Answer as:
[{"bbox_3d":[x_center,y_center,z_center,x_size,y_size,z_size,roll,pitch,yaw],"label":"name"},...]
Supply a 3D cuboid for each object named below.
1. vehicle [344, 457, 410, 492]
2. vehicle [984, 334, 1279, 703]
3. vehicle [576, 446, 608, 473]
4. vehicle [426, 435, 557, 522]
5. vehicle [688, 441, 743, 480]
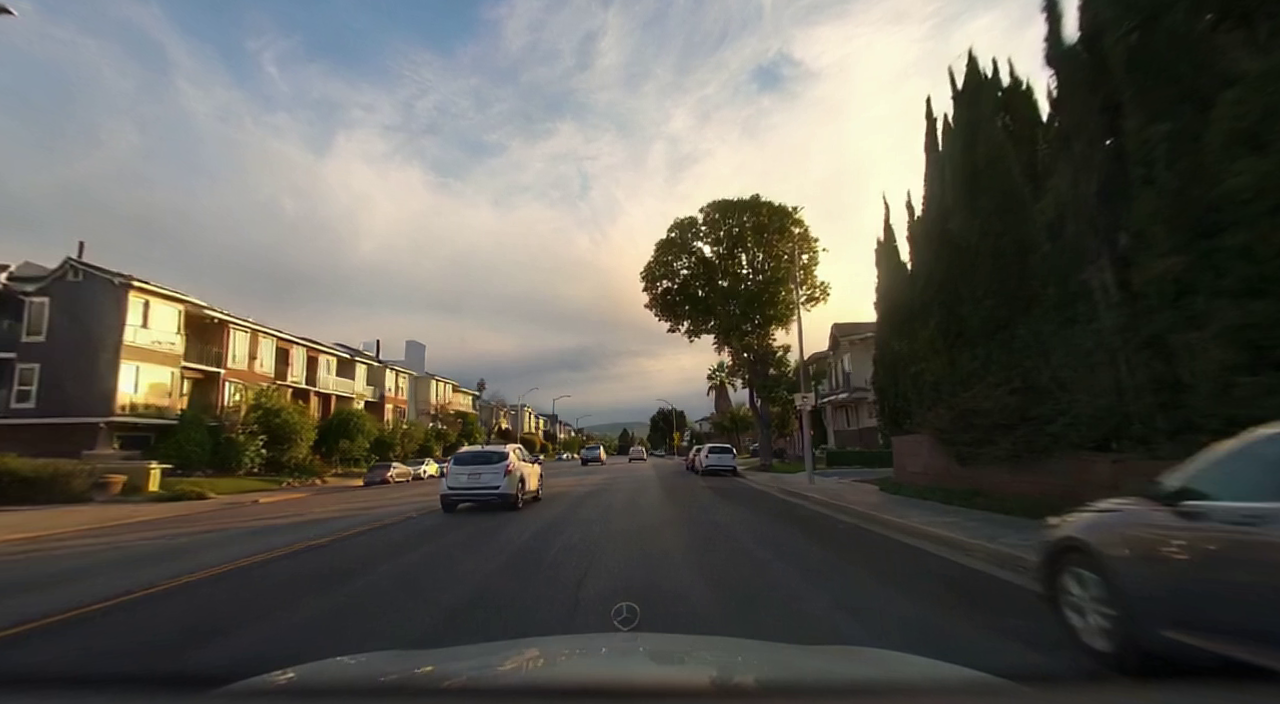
[{"bbox_3d":[-13.717,6.387,33.066,1.787,1.461,4.367,-4,-8,-2],"label":"vehicle"},{"bbox_3d":[3.716,0.854,2.742,1.969,1.828,4.273,0,-9,0],"label":"vehicle"},{"bbox_3d":[-3.464,7.912,46.613,1.994,1.810,5.057,0,-9,0],"label":"vehicle"},{"bbox_3d":[-3.153,2.759,14.231,1.929,1.651,3.948,0,-9,1],"label":"vehicle"},{"bbox_3d":[3.747,5.499,32.255,2.125,1.768,5.544,0,-9,0],"label":"vehicle"}]
